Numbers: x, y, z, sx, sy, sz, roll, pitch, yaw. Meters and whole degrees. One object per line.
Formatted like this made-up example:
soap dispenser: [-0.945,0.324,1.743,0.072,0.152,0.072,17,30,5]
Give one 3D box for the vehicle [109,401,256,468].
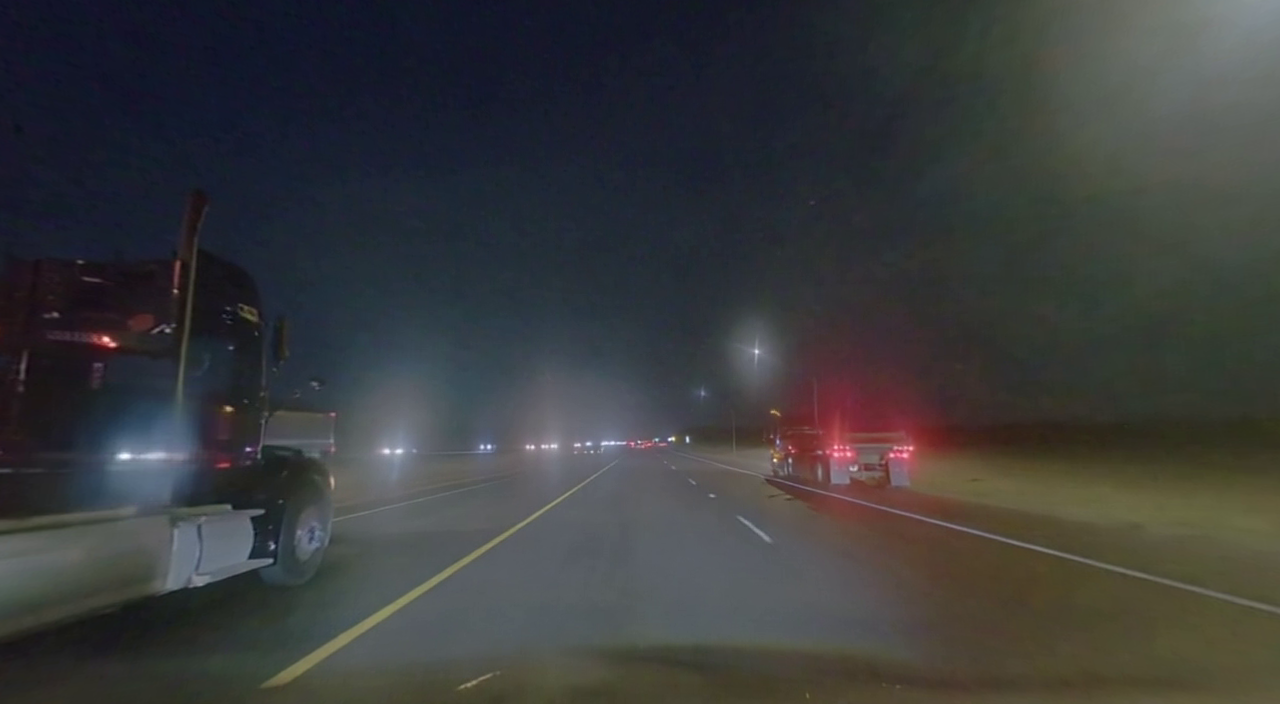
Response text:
vehicle: [-29.831,5.538,41.803,3.398,3.998,8.267,0,-8,0]
